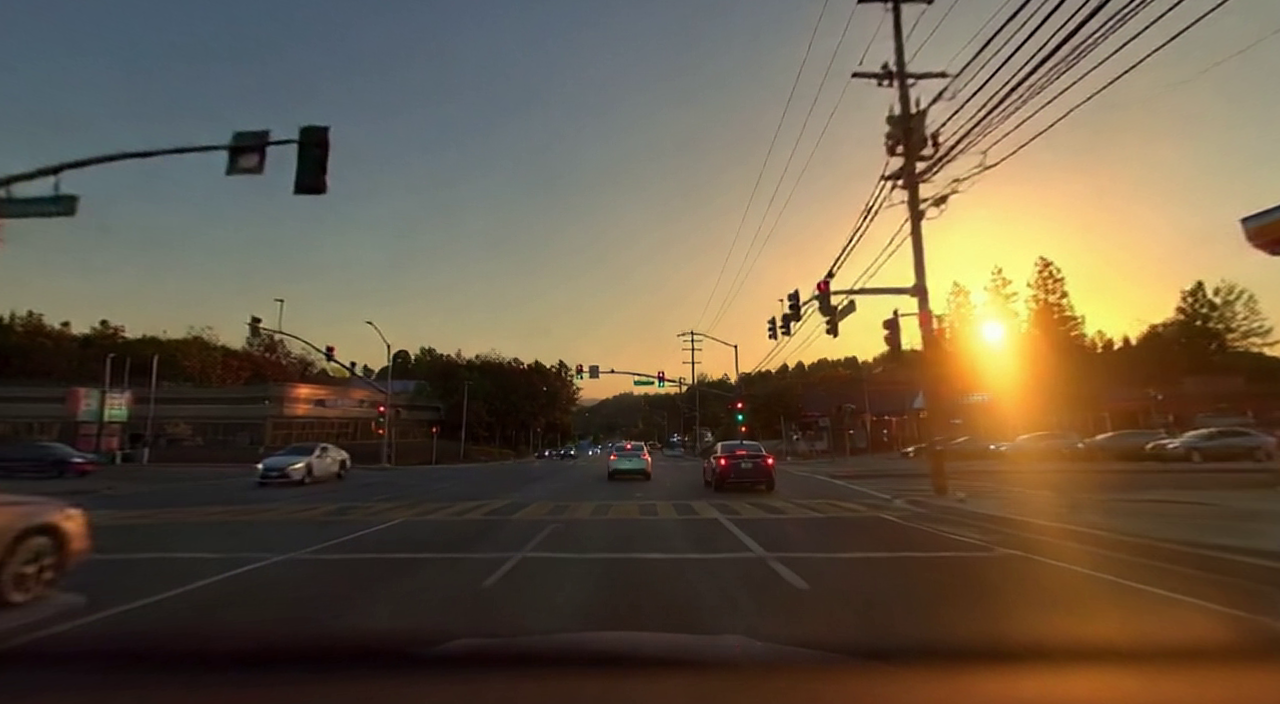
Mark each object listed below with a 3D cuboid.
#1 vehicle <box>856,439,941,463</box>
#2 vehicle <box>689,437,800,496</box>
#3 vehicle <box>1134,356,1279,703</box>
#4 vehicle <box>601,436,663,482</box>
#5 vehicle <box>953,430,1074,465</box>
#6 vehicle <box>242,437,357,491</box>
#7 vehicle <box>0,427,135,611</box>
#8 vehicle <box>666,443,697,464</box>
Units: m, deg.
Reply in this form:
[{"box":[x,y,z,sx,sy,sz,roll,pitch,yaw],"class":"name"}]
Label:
[{"box":[16.885,6.477,41.393,4.749,1.465,1.938,0,-9,-3],"class":"vehicle"},{"box":[2.780,3.184,17.998,2.208,1.436,4.542,0,-8,-3],"class":"vehicle"},{"box":[3.776,0.615,0.866,2.452,1.682,4.565,0,-8,0],"class":"vehicle"},{"box":[-0.304,3.827,22.840,2.065,1.484,3.894,0,-8,-1],"class":"vehicle"},{"box":[17.350,4.444,29.467,4.436,1.503,1.844,0,-9,-2],"class":"vehicle"},{"box":[-14.424,4.757,27.160,2.233,2.072,4.813,0,-8,0],"class":"vehicle"},{"box":[-6.222,1.236,4.299,2.075,1.470,4.190,0,-8,0],"class":"vehicle"},{"box":[3.075,7.668,47.766,1.971,1.477,4.121,0,-8,-1],"class":"vehicle"}]
